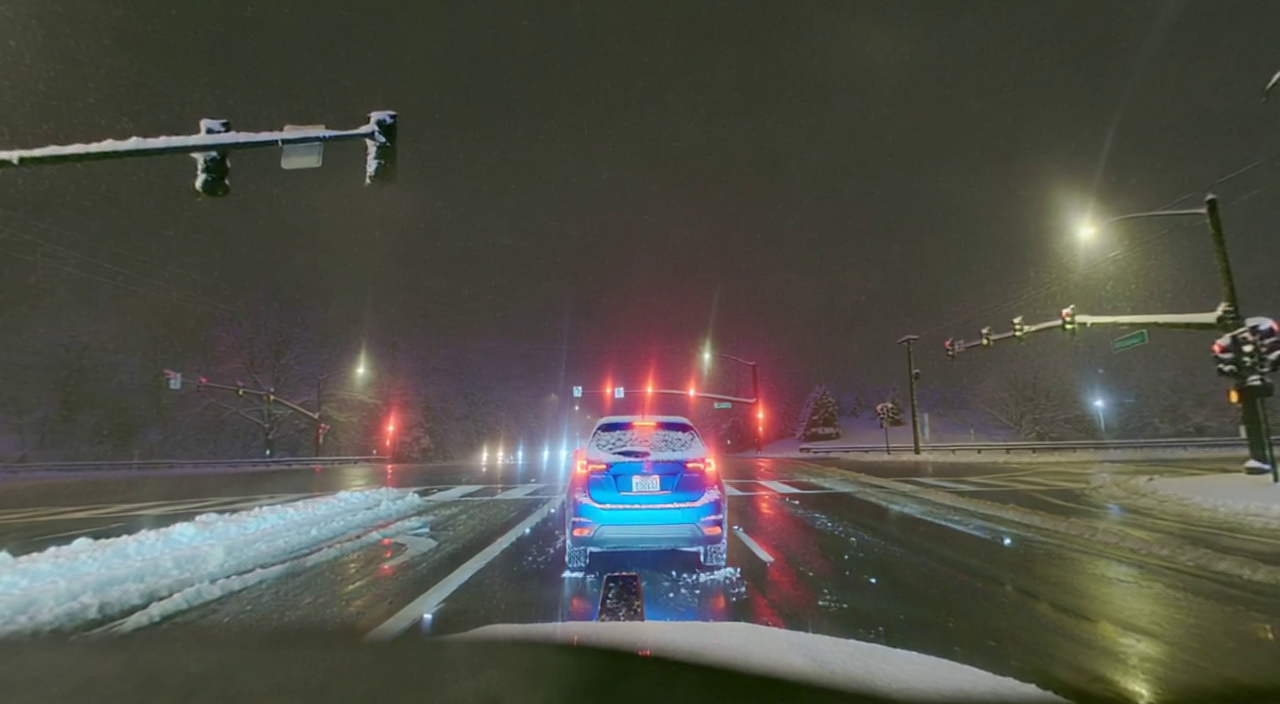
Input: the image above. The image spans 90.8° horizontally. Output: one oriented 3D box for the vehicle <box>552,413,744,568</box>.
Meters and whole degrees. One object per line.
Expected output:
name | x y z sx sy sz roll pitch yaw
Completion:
vehicle | 0.045 1.756 8.707 2.027 1.626 3.942 0 -8 -1
